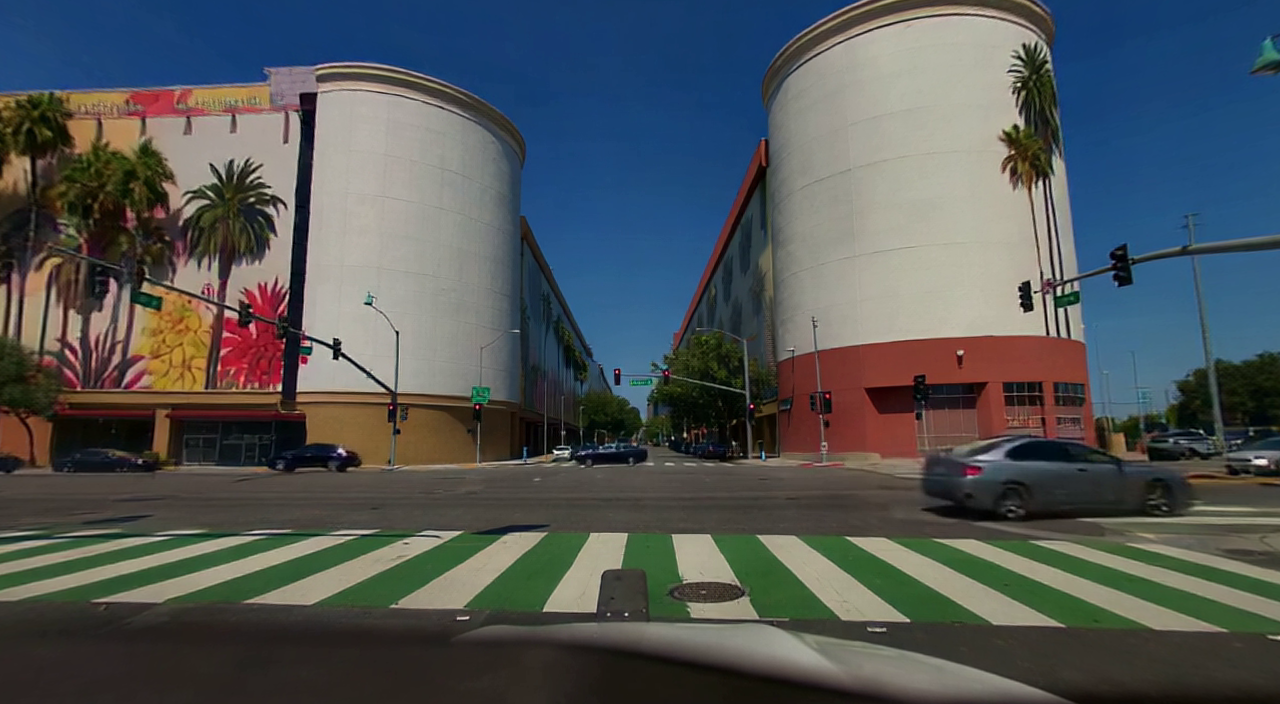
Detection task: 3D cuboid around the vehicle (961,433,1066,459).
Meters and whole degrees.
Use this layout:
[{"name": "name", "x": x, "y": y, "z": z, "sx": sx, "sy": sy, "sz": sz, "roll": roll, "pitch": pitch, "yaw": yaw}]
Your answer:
[{"name": "vehicle", "x": 21.614, "y": 5.450, "z": 36.606, "sx": 4.893, "sy": 1.458, "sz": 1.791, "roll": 0, "pitch": -8, "yaw": 0}]

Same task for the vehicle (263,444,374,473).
[{"name": "vehicle", "x": -16.938, "y": 5.619, "z": 33.306, "sx": 4.875, "sy": 1.461, "sz": 1.777, "roll": 0, "pitch": -8, "yaw": 2}]

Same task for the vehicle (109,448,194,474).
[{"name": "vehicle", "x": -33.101, "y": 7.397, "z": 42.765, "sx": 4.136, "sy": 1.661, "sz": 1.857, "roll": 0, "pitch": -8, "yaw": 1}]

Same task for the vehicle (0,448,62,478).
[{"name": "vehicle", "x": -37.572, "y": 6.544, "z": 37.335, "sx": 4.648, "sy": 1.665, "sz": 1.910, "roll": 0, "pitch": -8, "yaw": 0}]

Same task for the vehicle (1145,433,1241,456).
[{"name": "vehicle", "x": 36.121, "y": 6.025, "z": 41.239, "sx": 4.606, "sy": 1.449, "sz": 1.687, "roll": 0, "pitch": -8, "yaw": 2}]

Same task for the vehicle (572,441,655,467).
[{"name": "vehicle", "x": -1.489, "y": 5.988, "z": 37.173, "sx": 4.784, "sy": 1.465, "sz": 1.798, "roll": 0, "pitch": -8, "yaw": 1}]
